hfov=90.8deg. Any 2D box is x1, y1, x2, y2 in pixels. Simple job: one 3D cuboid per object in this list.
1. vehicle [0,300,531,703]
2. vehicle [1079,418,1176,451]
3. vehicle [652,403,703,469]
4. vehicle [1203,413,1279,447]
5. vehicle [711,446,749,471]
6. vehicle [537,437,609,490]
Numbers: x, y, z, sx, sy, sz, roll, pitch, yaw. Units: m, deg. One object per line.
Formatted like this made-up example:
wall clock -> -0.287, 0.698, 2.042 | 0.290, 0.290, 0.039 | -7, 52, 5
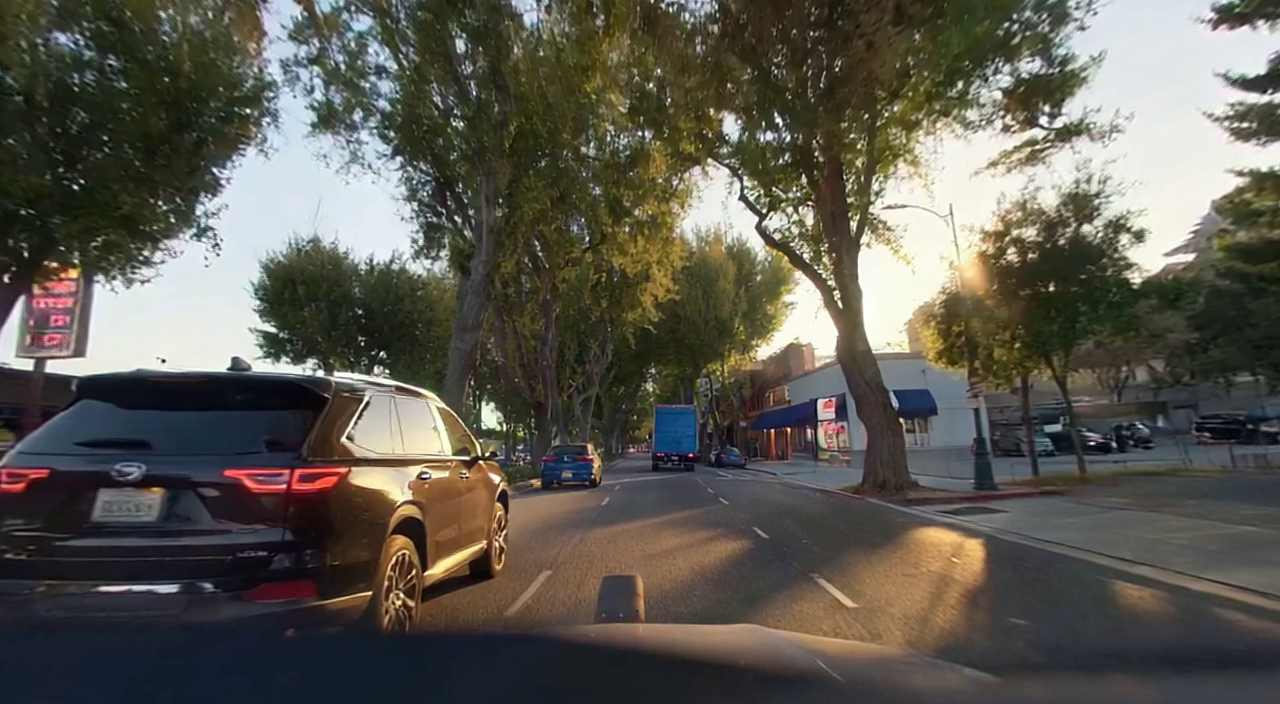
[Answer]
vehicle -> -2.572, 1.130, 5.269 | 2.293, 2.036, 4.853 | 0, -9, 2
vehicle -> 29.205, 5.016, 38.090 | 2.007, 1.869, 4.771 | 0, -9, 1
vehicle -> 2.525, 6.416, 47.446 | 3.007, 4.206, 12.913 | 0, -9, 0
vehicle -> 35.309, 4.457, 36.079 | 1.910, 1.799, 4.724 | -4, -9, 1
vehicle -> 5.665, 6.767, 40.340 | 1.929, 1.522, 4.158 | 0, -9, 2
vehicle -> -2.296, 4.012, 23.010 | 2.040, 1.711, 4.475 | 0, -9, 1
